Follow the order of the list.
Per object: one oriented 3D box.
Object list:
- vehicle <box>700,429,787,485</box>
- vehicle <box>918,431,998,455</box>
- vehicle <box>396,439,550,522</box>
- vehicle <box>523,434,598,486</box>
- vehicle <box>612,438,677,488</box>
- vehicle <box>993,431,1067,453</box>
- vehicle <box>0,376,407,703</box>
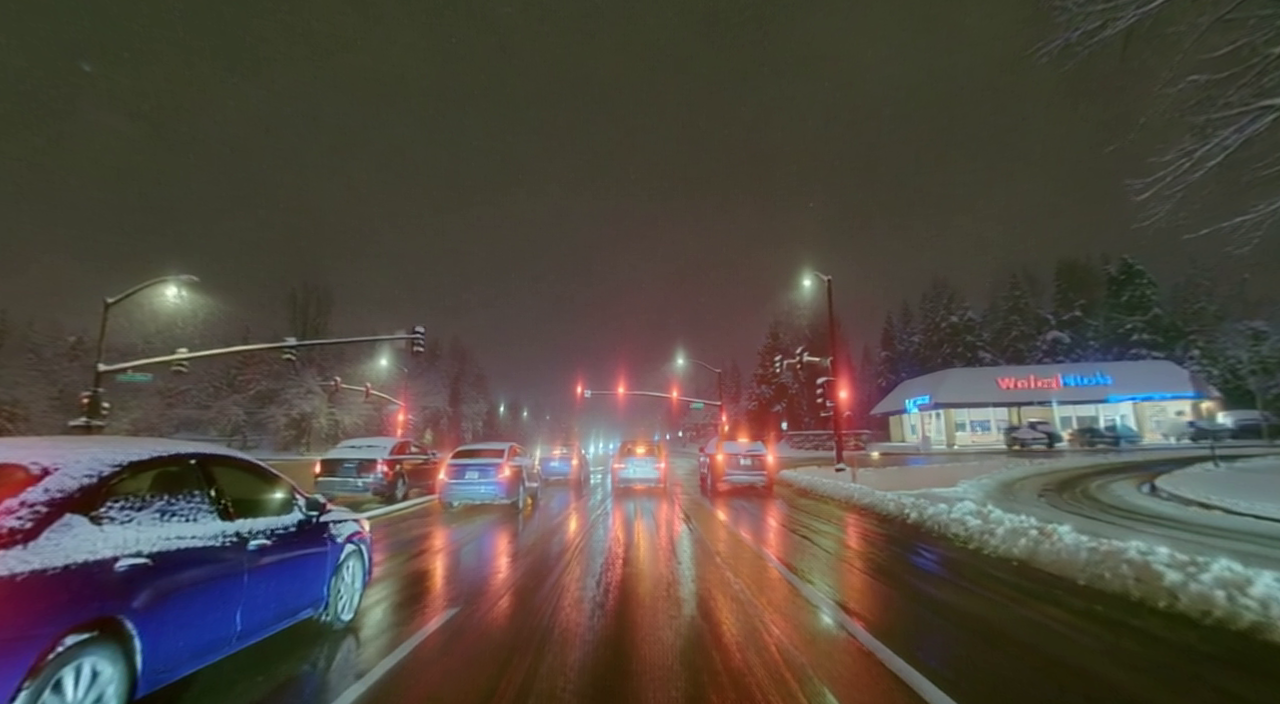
[{"bbox_3d":[3.386,3.571,21.551,2.076,1.691,4.402,0,-9,-2],"label":"vehicle"},{"bbox_3d":[23.362,6.732,46.361,4.781,1.700,1.986,0,-9,1],"label":"vehicle"},{"bbox_3d":[-3.311,2.653,13.521,2.014,1.472,4.357,0,-9,2],"label":"vehicle"},{"bbox_3d":[-2.785,3.915,23.055,2.072,1.694,4.070,0,-9,2],"label":"vehicle"},{"bbox_3d":[0.164,3.751,21.540,2.032,1.499,3.994,0,-9,1],"label":"vehicle"},{"bbox_3d":[30.629,7.073,49.550,4.432,1.680,1.932,0,-9,2],"label":"vehicle"},{"bbox_3d":[-3.102,0.960,2.697,2.249,1.517,4.951,0,-9,1],"label":"vehicle"}]
